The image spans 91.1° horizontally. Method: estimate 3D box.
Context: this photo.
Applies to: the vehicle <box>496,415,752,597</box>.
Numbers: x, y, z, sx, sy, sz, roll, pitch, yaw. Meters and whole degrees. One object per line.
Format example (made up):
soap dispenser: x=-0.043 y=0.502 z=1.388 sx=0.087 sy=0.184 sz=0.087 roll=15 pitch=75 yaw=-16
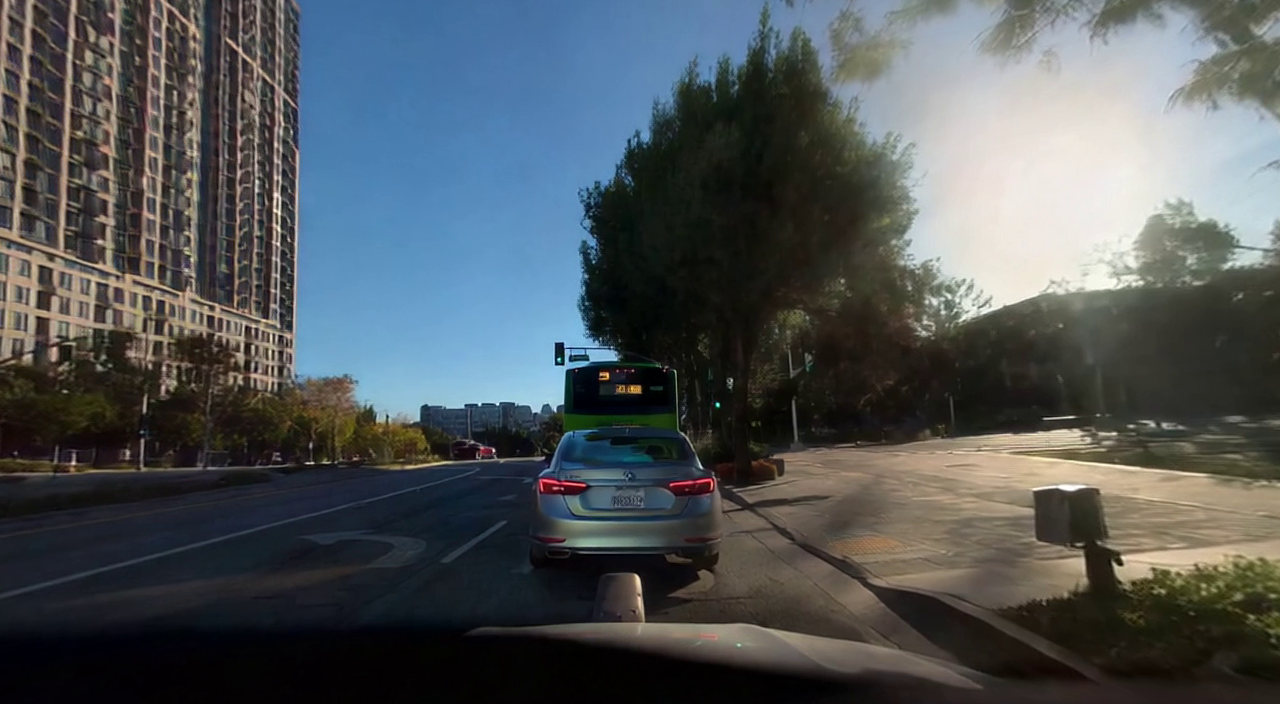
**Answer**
vehicle: x=-0.181 y=1.508 z=7.109 sx=2.064 sy=1.452 sz=3.942 roll=0 pitch=-8 yaw=-2
